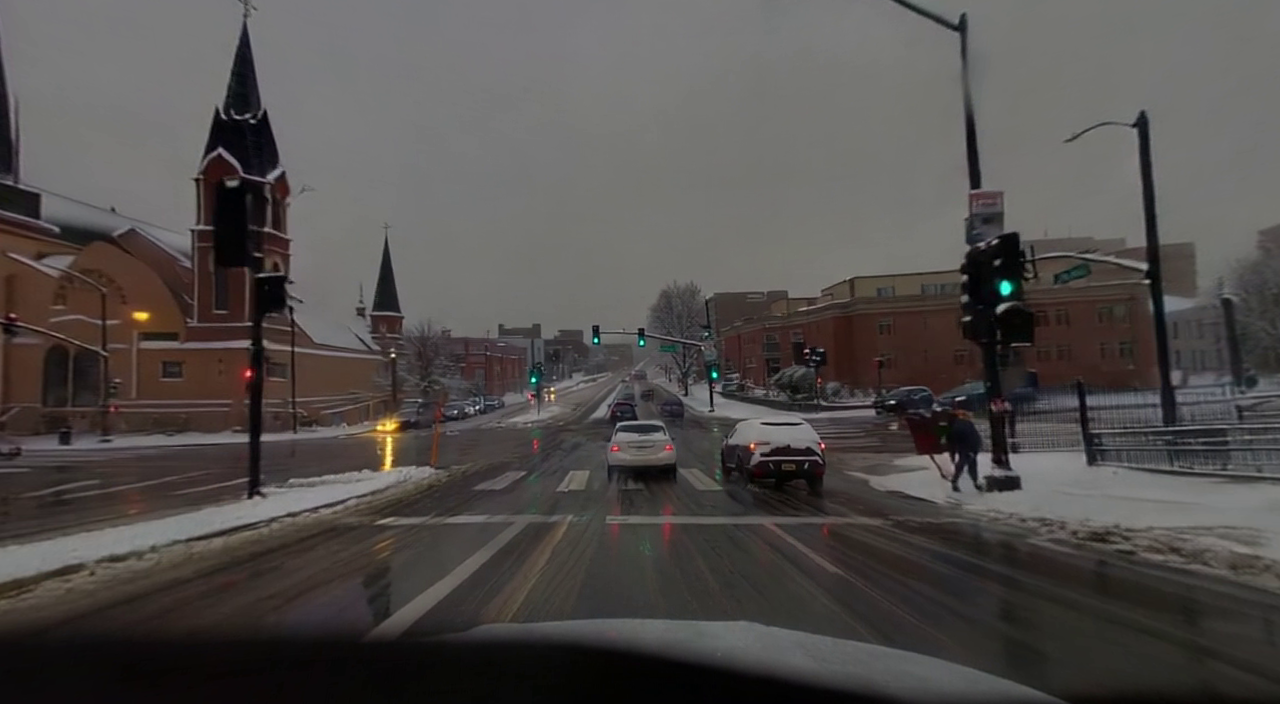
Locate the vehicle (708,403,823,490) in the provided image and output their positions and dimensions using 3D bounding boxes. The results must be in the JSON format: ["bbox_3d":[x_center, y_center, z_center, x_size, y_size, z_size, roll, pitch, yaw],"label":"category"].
[{"bbox_3d":[3.346,2.515,17.887,2.080,1.735,4.650,4,-1,-2],"label":"vehicle"}]

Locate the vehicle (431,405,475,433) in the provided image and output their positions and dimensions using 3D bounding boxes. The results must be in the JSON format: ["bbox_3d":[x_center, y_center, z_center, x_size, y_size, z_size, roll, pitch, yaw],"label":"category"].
[{"bbox_3d":[-13.623,4.958,46.274,2.069,1.790,4.358,1,-9,-3],"label":"vehicle"}]

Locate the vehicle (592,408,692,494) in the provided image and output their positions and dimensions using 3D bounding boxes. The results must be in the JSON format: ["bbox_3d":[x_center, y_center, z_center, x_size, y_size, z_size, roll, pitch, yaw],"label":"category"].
[{"bbox_3d":[-0.057,2.321,15.715,2.168,1.776,4.135,0,-4,-3],"label":"vehicle"}]

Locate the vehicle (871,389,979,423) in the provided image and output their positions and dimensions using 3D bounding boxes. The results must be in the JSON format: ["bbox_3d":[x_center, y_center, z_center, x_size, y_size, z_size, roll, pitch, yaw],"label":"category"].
[{"bbox_3d":[14.574,2.805,32.449,4.488,1.475,2.083,-2,-7,-3],"label":"vehicle"}]

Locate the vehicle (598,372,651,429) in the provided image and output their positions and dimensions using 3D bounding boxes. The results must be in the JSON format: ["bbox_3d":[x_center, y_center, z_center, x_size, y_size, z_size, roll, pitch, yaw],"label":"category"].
[{"bbox_3d":[-1.131,3.119,39.658,2.930,3.209,8.154,0,-6,-4],"label":"vehicle"}]

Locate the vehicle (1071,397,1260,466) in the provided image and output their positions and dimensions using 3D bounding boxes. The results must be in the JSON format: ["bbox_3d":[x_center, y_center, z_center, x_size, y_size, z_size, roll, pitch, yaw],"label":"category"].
[{"bbox_3d":[16.376,2.423,19.815,4.379,1.486,1.941,-5,2,-3],"label":"vehicle"}]

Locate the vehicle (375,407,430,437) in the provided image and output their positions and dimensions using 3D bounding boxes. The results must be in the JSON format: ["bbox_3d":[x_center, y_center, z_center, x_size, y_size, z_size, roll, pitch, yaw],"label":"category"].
[{"bbox_3d":[-16.599,4.994,44.486,1.969,1.896,5.404,1,-9,-3],"label":"vehicle"}]

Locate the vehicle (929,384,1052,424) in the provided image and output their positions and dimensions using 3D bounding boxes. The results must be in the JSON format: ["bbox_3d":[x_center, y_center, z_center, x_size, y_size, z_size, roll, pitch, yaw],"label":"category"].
[{"bbox_3d":[16.396,2.442,29.682,4.512,1.734,2.143,-1,-5,-3],"label":"vehicle"}]
